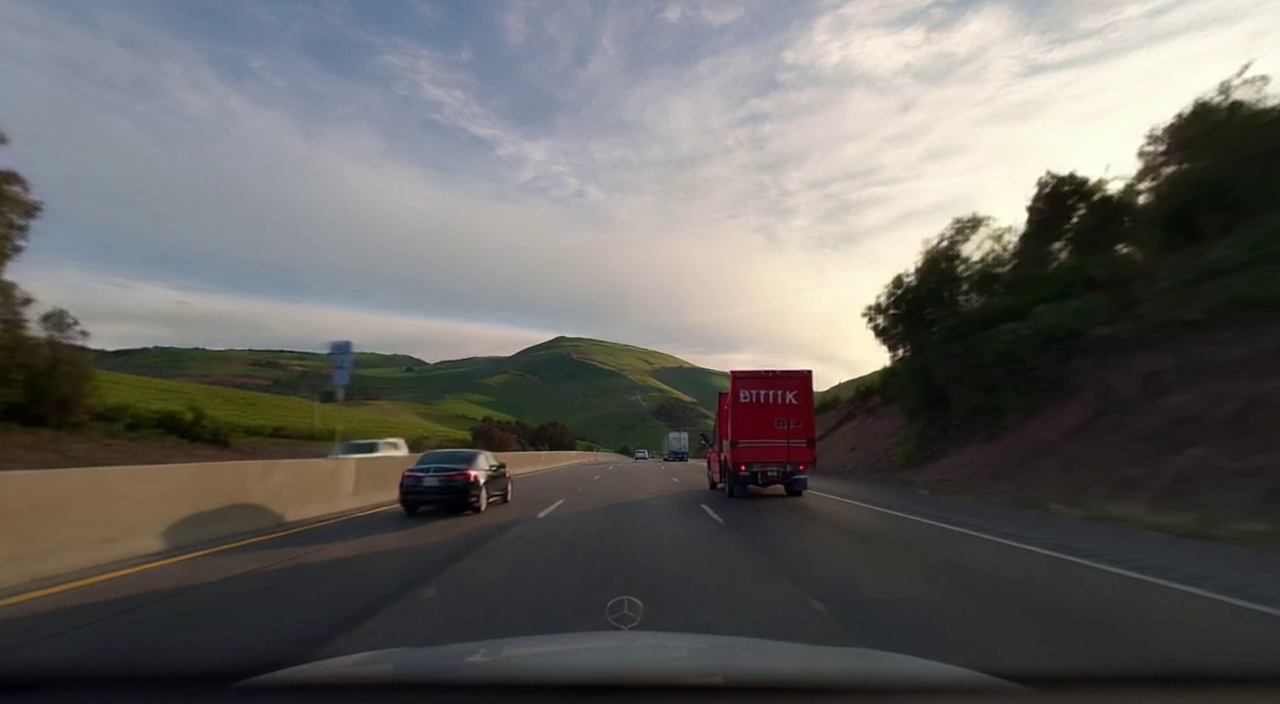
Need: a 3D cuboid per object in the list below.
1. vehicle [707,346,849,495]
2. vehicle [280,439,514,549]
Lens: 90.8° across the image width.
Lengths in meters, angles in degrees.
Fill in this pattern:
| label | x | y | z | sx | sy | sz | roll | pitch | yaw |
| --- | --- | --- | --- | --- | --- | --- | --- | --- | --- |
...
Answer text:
| label | x | y | z | sx | sy | sz | roll | pitch | yaw |
| --- | --- | --- | --- | --- | --- | --- | --- | --- | --- |
| vehicle | 4.038 | 2.302 | 20.214 | 2.999 | 4.023 | 6.337 | 0 | -9 | -1 |
| vehicle | -3.873 | 2.369 | 11.357 | 2.060 | 1.475 | 5.314 | 0 | -9 | 1 |
